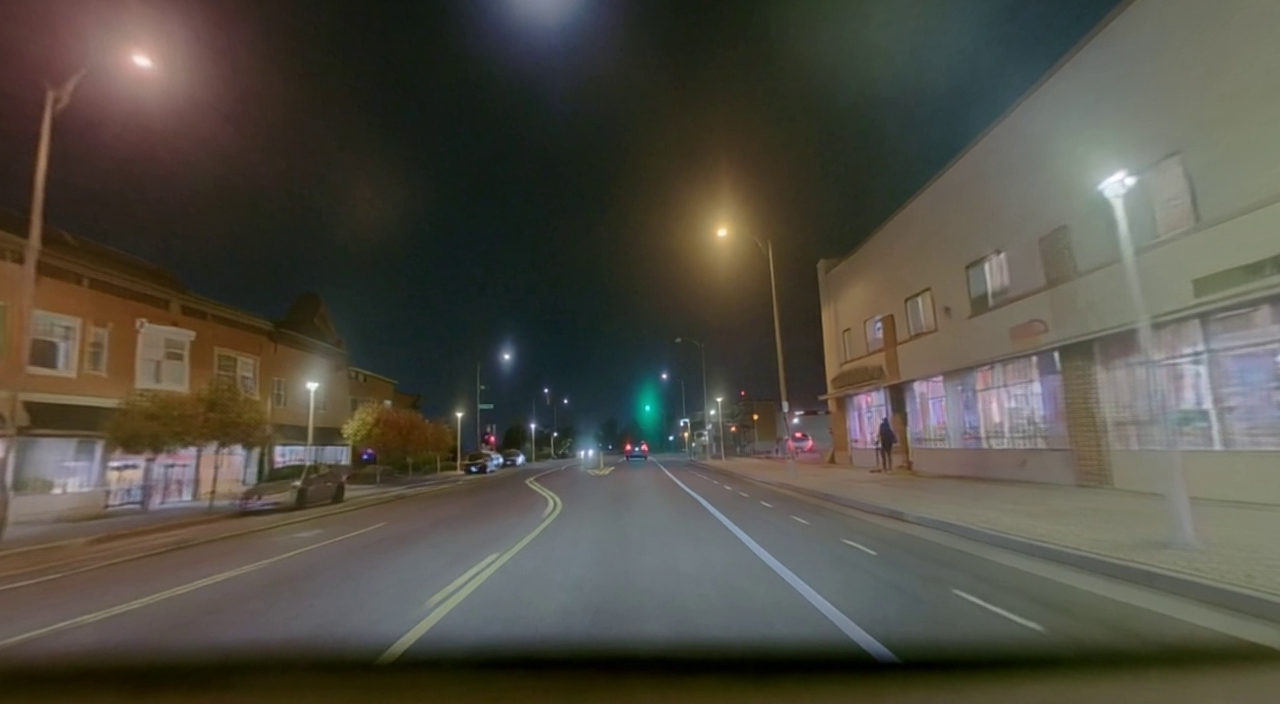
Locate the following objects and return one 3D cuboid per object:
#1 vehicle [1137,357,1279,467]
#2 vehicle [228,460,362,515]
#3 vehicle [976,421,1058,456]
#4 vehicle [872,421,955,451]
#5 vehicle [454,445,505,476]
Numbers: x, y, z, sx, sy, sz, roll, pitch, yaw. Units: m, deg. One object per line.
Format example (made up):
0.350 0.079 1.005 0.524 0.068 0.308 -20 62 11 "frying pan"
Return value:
12.965 1.179 12.138 2.532 1.997 5.001 0 -8 -3 "vehicle"
-10.998 4.312 20.599 1.828 1.470 4.523 0 -8 0 "vehicle"
17.075 3.957 28.876 1.773 1.446 4.421 -2 -8 11 "vehicle"
16.867 5.227 39.196 4.135 1.753 2.122 0 -9 1 "vehicle"
-10.864 7.356 43.141 2.033 1.930 4.786 0 -8 2 "vehicle"
